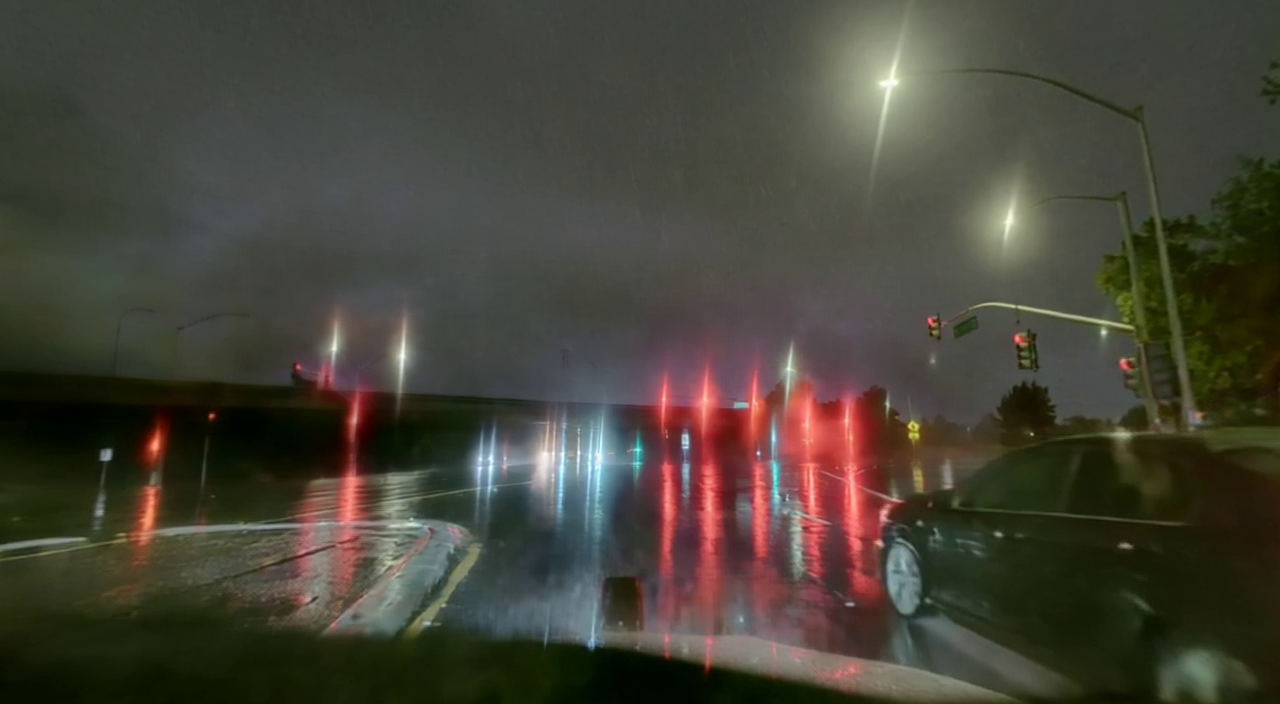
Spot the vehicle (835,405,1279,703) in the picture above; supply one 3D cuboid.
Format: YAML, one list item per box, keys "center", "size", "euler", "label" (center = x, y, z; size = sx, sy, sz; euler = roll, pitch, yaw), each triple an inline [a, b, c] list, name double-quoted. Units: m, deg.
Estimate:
- center: [2.857, 1.159, 3.794]
  size: [1.909, 1.425, 4.521]
  euler: [0, -8, 0]
  label: "vehicle"
